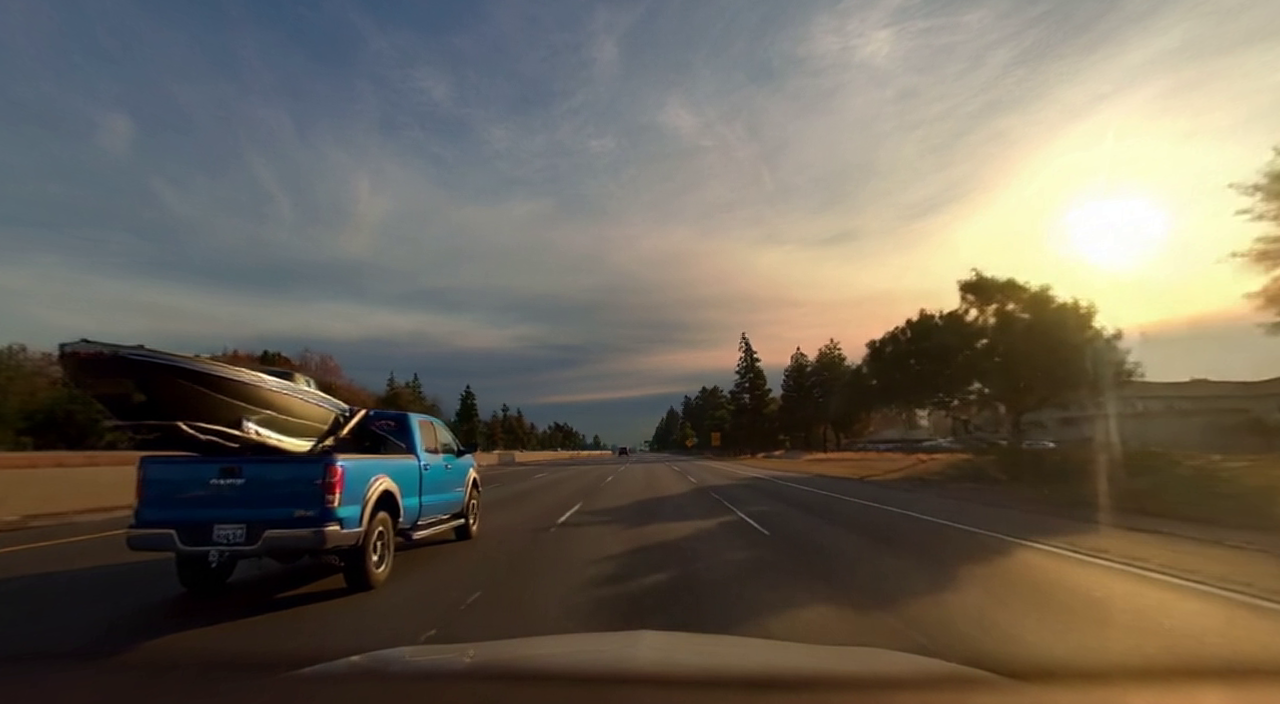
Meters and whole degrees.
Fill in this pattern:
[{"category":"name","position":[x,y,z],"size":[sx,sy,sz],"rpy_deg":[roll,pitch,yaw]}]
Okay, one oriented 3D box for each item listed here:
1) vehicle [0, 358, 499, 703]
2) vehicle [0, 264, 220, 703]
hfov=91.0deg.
[{"category":"vehicle","position":[-3.086,1.315,5.960],"size":[2.202,1.836,5.009],"rpy_deg":[0,-9,2]},{"category":"vehicle","position":[-3.196,0.401,0.412],"size":[1.919,1.935,5.609],"rpy_deg":[0,-9,0]}]
